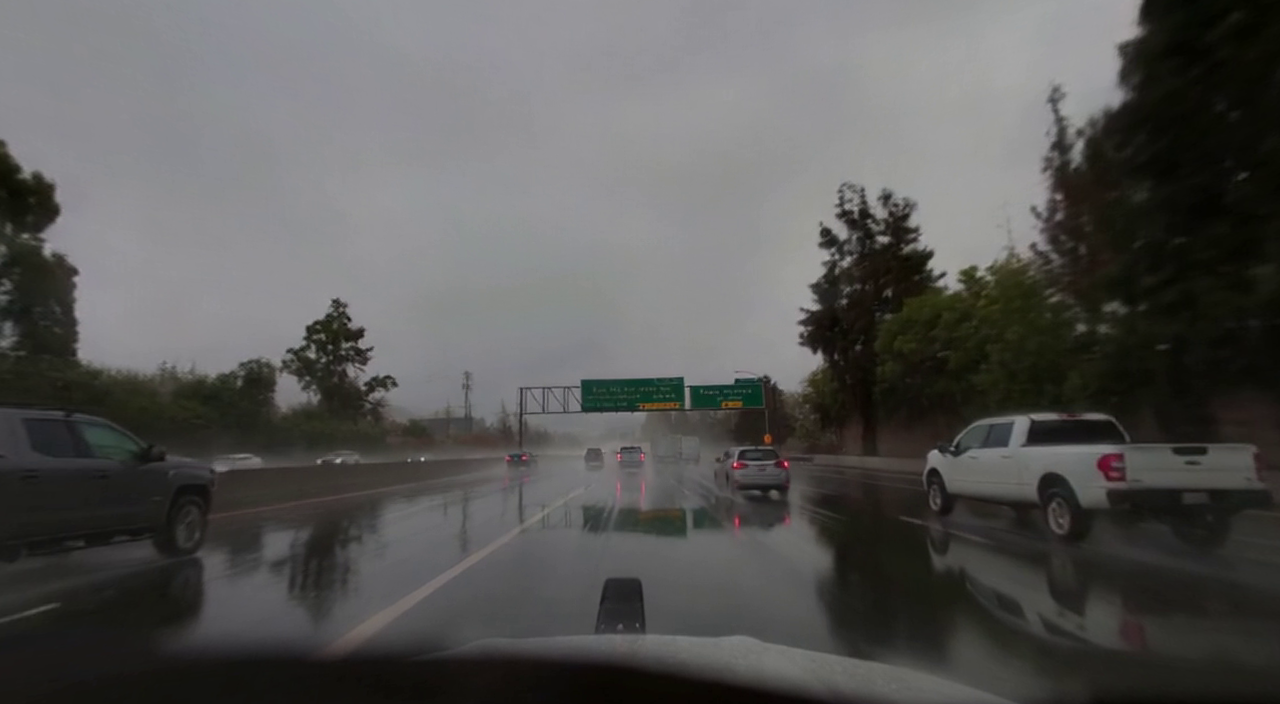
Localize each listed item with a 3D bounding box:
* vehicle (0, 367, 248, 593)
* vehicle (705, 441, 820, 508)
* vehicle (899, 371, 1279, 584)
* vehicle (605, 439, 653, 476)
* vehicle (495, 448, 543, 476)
[{"bbox_3d":[-6.998,1.234,6.154,2.444,2.012,6.122,-1,-9,0],"label":"vehicle"},{"bbox_3d":[2.994,3.092,16.411,2.011,1.462,4.286,0,-9,-1],"label":"vehicle"},{"bbox_3d":[6.250,1.580,8.776,2.635,1.919,5.907,0,-9,-2],"label":"vehicle"},{"bbox_3d":[-0.575,5.572,33.489,2.323,1.805,4.729,0,-9,-1],"label":"vehicle"},{"bbox_3d":[-6.992,6.406,36.986,1.920,1.482,4.385,-1,-9,0],"label":"vehicle"}]
